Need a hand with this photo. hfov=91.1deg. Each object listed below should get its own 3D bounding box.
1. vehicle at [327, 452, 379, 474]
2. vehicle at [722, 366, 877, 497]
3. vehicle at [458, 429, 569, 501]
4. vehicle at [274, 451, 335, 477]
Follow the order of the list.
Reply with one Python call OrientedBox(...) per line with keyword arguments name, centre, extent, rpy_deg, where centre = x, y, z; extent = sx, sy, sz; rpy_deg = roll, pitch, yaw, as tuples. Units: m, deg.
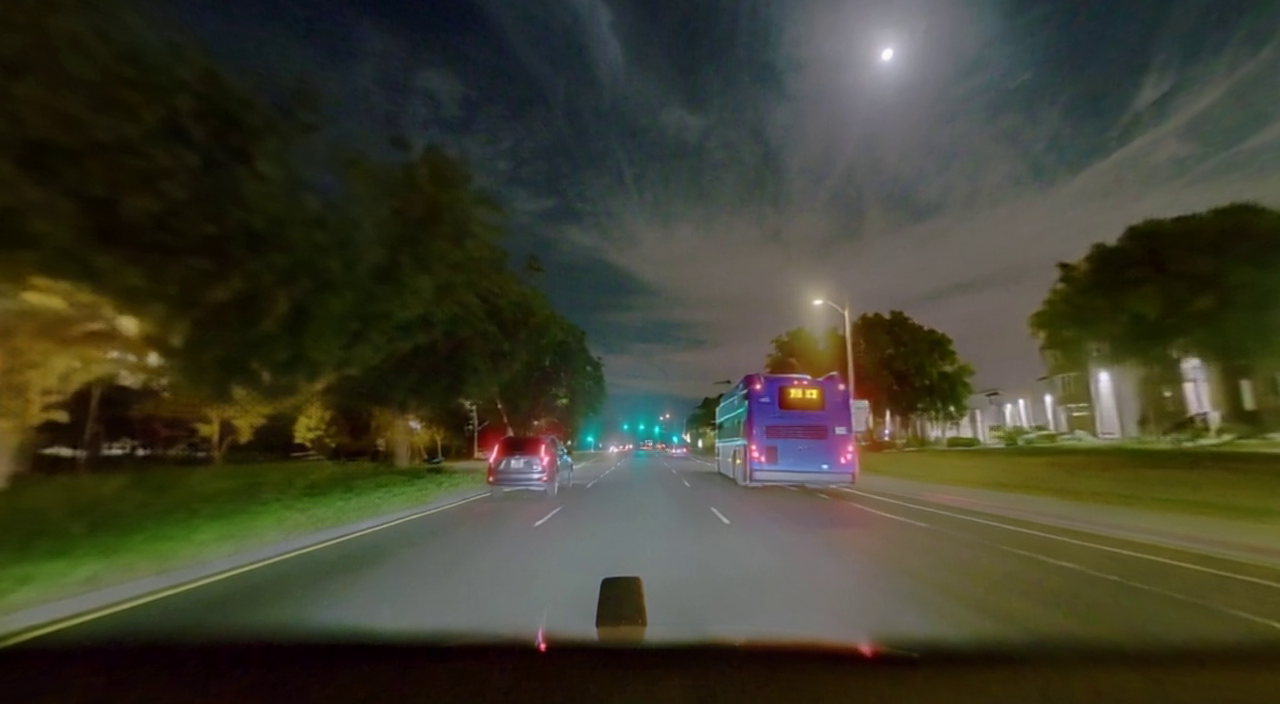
OrientedBox(name="vehicle", centre=(-21.973, 8.490, 48.213), extent=(1.797, 1.481, 4.750), rpy_deg=(0, -8, -1))
OrientedBox(name="vehicle", centre=(4.819, 2.910, 22.154), extent=(3.072, 3.278, 12.747), rpy_deg=(-1, -8, 4))
OrientedBox(name="vehicle", centre=(-3.396, 3.128, 17.764), extent=(2.111, 1.767, 4.333), rpy_deg=(0, -8, 2))
OrientedBox(name="vehicle", centre=(-22.074, 7.372, 41.477), extent=(1.781, 1.553, 3.896), rpy_deg=(0, -8, 1))
